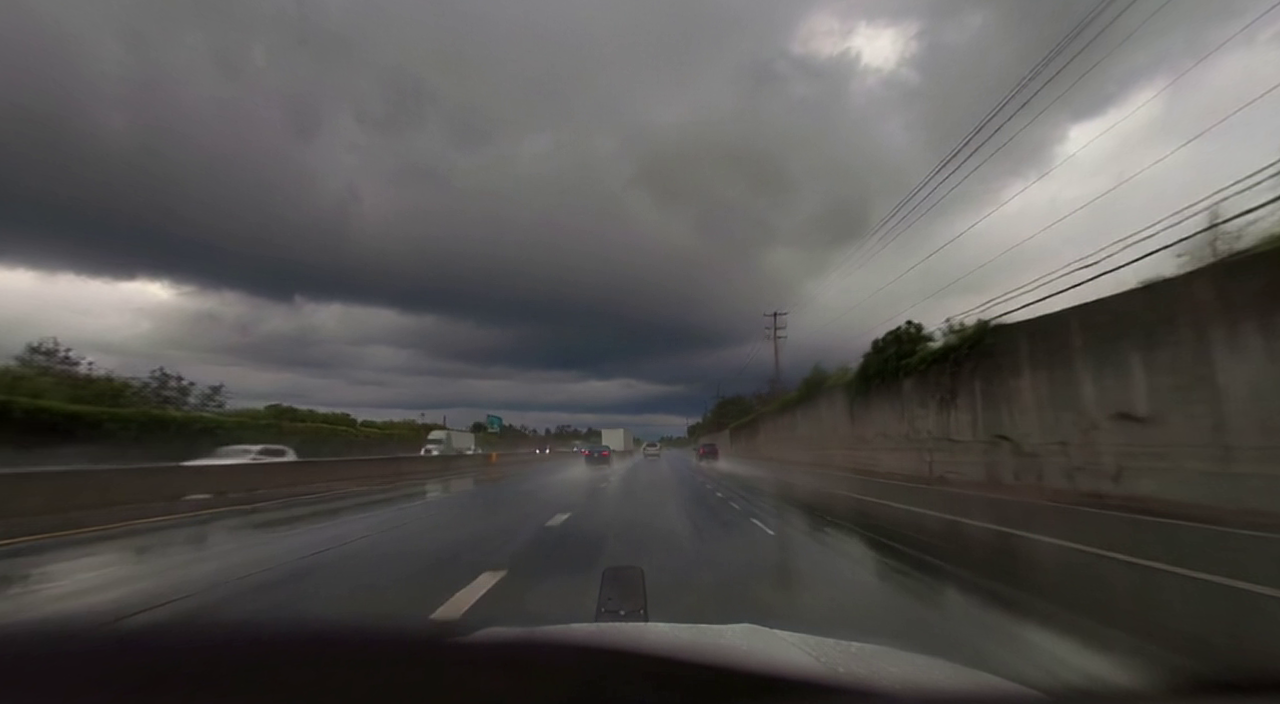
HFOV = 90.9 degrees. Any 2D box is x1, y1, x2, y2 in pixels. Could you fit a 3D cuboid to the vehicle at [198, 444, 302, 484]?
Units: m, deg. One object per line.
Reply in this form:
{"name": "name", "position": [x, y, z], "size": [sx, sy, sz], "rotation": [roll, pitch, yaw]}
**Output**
{"name": "vehicle", "position": [-15.336, 4.395, 25.014], "size": [1.790, 1.461, 3.501], "rotation": [0, -9, 1]}

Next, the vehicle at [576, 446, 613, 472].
{"name": "vehicle", "position": [-2.797, 6.660, 39.453], "size": [2.004, 1.498, 4.043], "rotation": [0, -9, 1]}

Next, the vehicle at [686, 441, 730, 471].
{"name": "vehicle", "position": [4.305, 6.639, 40.379], "size": [2.214, 1.799, 4.627], "rotation": [0, -9, -1]}
